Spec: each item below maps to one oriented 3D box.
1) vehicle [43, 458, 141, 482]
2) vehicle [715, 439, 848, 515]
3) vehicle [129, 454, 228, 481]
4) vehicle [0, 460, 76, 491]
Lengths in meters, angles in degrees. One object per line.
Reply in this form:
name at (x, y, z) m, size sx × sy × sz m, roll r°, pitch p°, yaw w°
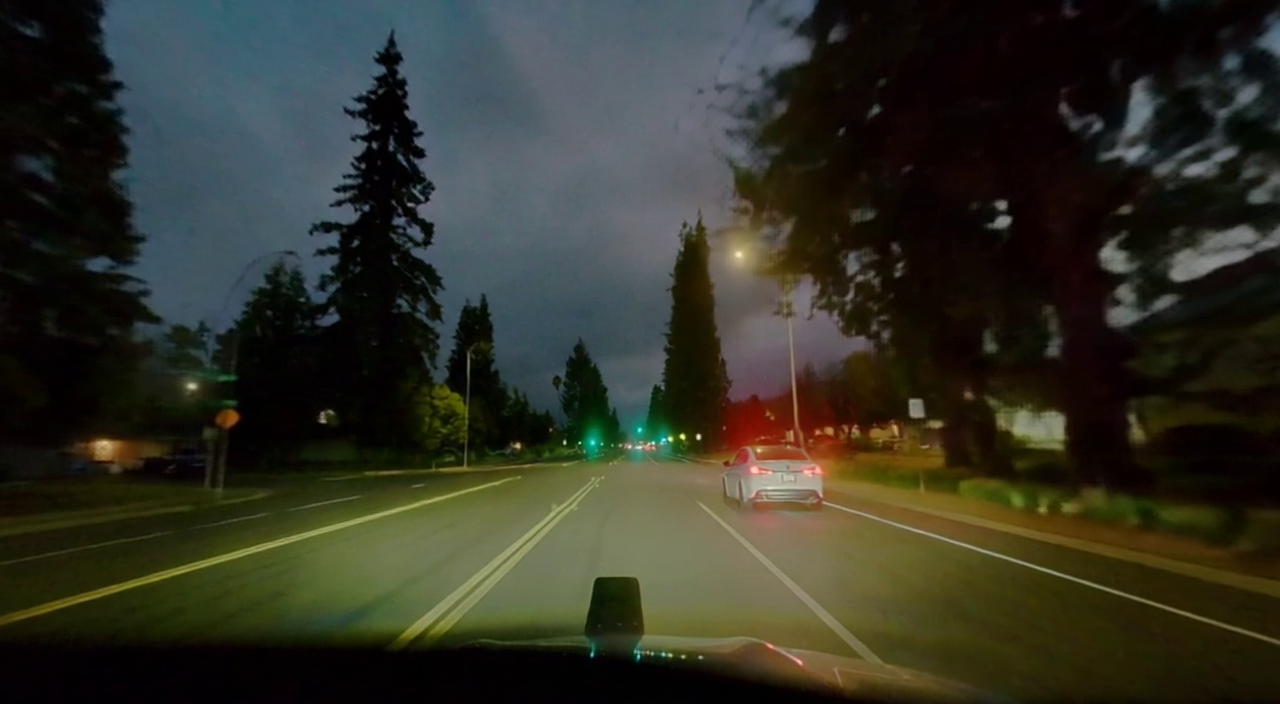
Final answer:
vehicle at (-35.225, 7.573, 40.670) m, size 4.534 × 1.455 × 1.858 m, roll 0°, pitch -9°, yaw 1°
vehicle at (3.093, 2.828, 14.826) m, size 2.057 × 1.493 × 4.225 m, roll 0°, pitch -9°, yaw -1°
vehicle at (-29.408, 7.367, 40.327) m, size 4.917 × 1.598 × 1.937 m, roll -1°, pitch -9°, yaw 4°
vehicle at (-31.710, 6.193, 31.860) m, size 4.684 × 1.435 × 1.893 m, roll 0°, pitch -8°, yaw 2°
